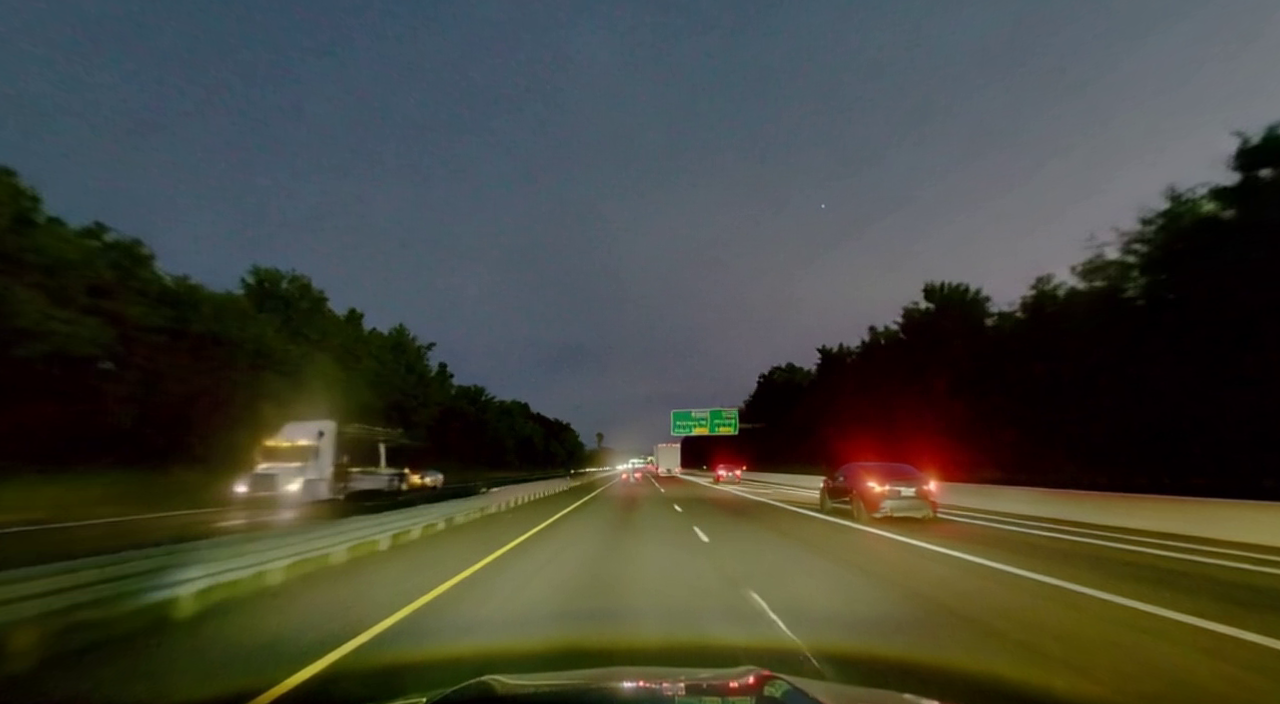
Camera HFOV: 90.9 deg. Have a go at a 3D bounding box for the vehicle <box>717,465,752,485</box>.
[{"bbox_3d":[7.435,9.739,49.960,1.977,1.494,4.311,1,-10,-2],"label":"vehicle"}]

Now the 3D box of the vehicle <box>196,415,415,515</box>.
[{"bbox_3d":[-13.875,5.057,28.187,3.035,3.442,12.288,1,-10,0],"label":"vehicle"}]

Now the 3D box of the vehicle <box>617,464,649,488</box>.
[{"bbox_3d":[-0.474,8.253,42.083,2.025,1.452,3.927,1,-10,-1],"label":"vehicle"}]
